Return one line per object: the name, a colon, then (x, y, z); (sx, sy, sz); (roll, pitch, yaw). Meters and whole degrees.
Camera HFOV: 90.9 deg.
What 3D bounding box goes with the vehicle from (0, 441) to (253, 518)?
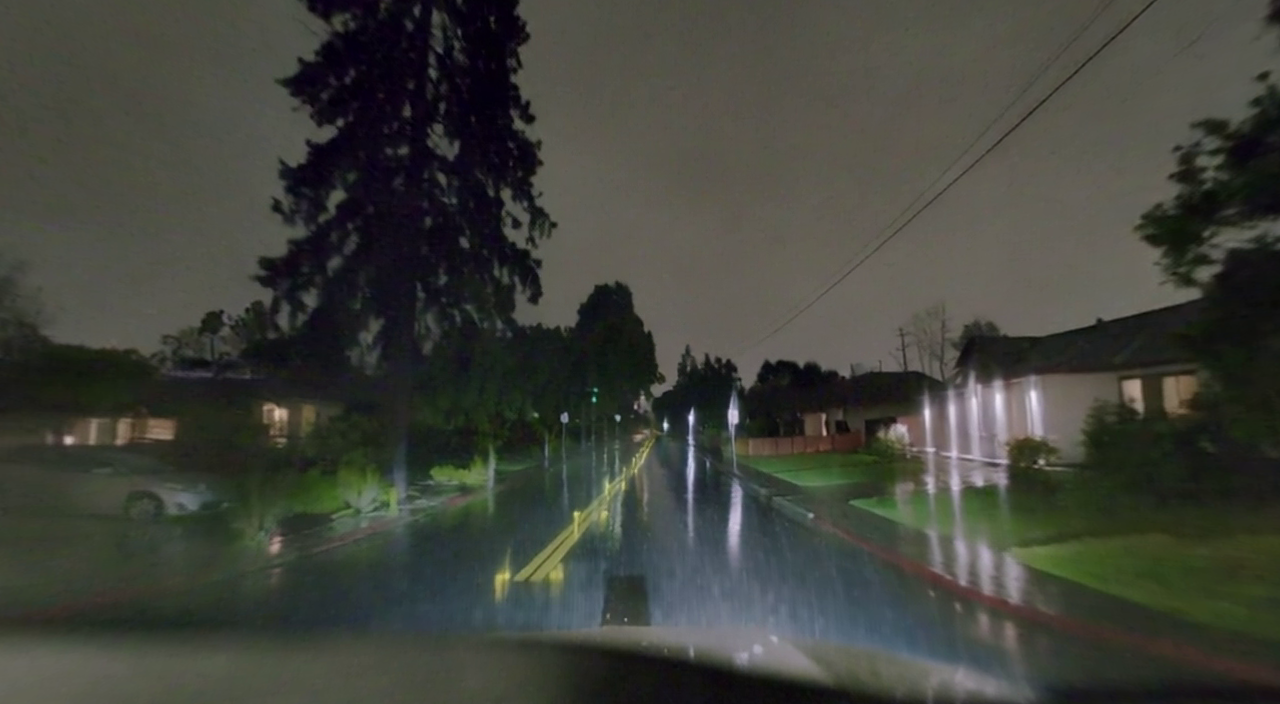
vehicle: (-11.157, 2.635, 13.379); (4.659, 1.464, 1.930); (0, -8, 3)
